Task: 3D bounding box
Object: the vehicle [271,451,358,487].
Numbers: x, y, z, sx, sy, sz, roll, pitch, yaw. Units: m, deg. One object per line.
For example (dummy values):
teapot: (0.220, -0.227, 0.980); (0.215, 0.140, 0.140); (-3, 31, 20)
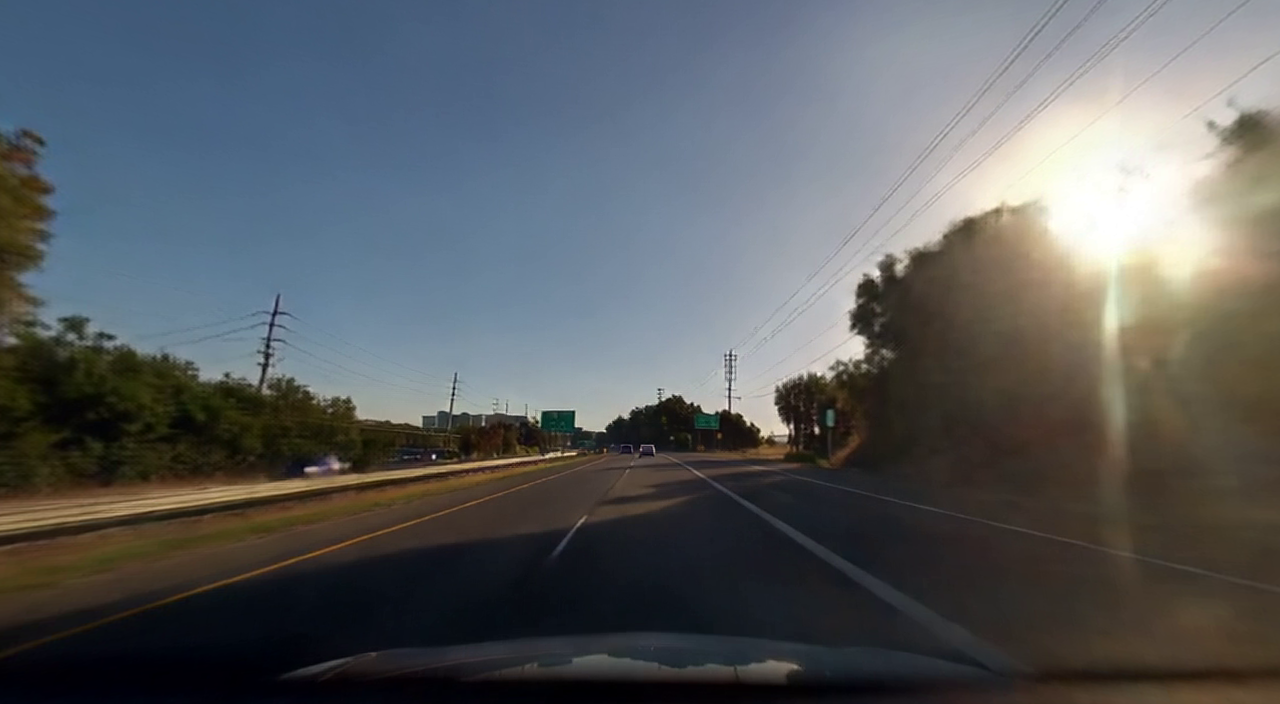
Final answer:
vehicle: (-16.496, 5.913, 32.244); (1.898, 1.651, 4.510); (-1, -8, 2)
